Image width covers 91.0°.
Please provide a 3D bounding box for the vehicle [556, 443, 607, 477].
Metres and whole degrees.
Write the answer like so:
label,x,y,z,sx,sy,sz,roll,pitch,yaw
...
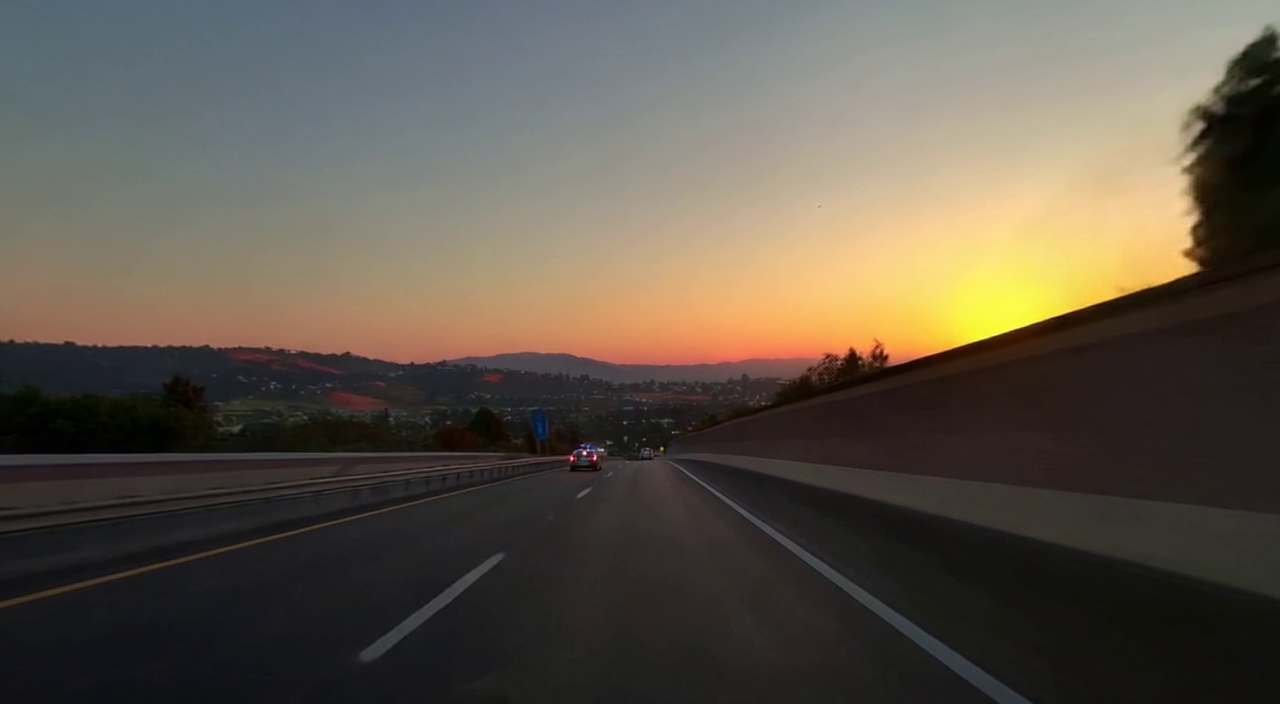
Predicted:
label,x,y,z,sx,sy,sz,roll,pitch,yaw
vehicle,-2.785,5.267,30.887,2.050,1.530,4.144,0,-8,0
